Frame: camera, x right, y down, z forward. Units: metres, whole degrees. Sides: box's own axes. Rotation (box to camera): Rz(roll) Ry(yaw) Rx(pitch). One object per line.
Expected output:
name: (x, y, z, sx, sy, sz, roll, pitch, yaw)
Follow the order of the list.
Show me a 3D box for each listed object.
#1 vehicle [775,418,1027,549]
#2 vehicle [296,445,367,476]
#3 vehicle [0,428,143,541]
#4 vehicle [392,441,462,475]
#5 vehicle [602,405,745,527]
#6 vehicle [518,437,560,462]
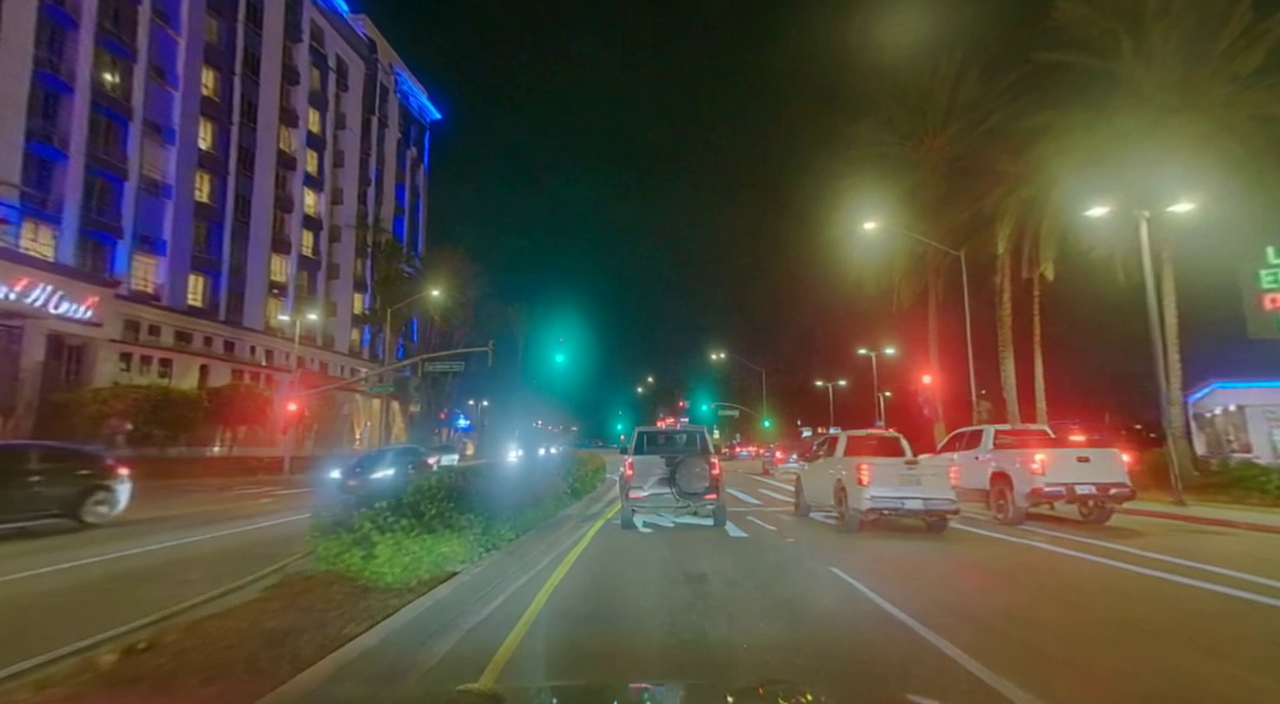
vehicle: (4.050, 2.149, 11.024, 2.283, 1.738, 4.916, 0, -9, 0)
vehicle: (-18.467, 6.490, 37.984, 1.972, 1.694, 4.466, 0, -9, 1)
vehicle: (-11.626, 2.236, 10.727, 2.272, 1.837, 4.892, 0, -9, 1)
vehicle: (-11.473, 5.720, 34.251, 2.134, 1.699, 4.342, -1, -9, 2)
vehicle: (0.631, 2.410, 13.848, 2.487, 2.115, 5.444, 0, -9, 1)
vehicle: (-7.387, 7.171, 46.537, 2.050, 1.725, 4.677, -1, -9, 3)
